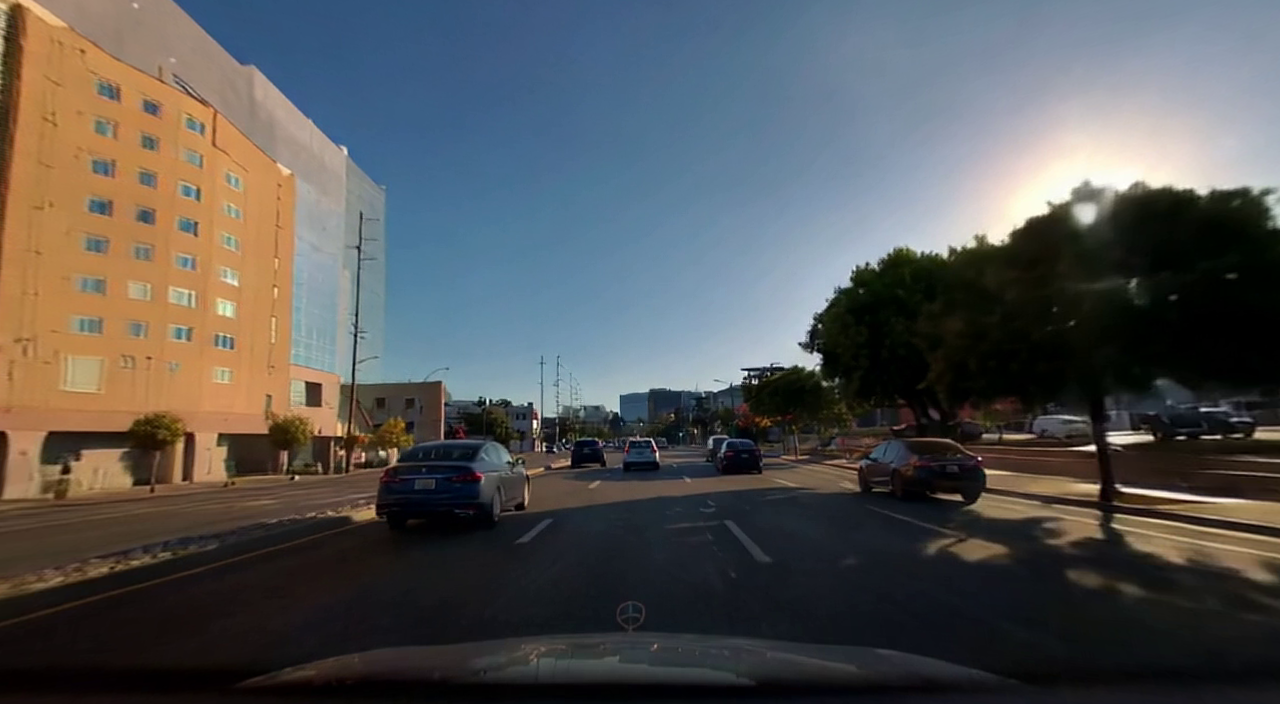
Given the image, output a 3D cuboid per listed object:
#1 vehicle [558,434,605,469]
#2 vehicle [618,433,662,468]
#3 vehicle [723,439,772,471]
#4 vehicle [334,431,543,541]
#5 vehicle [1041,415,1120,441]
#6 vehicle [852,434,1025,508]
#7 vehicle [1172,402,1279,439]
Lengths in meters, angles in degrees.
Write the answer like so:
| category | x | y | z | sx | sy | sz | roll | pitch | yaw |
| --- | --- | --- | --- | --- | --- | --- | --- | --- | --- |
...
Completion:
| category | x | y | z | sx | sy | sz | roll | pitch | yaw |
| --- | --- | --- | --- | --- | --- | --- | --- | --- | --- |
| vehicle | -3.202 | 5.584 | 35.543 | 2.117 | 1.799 | 4.442 | -1 | -8 | 1 |
| vehicle | 0.037 | 5.566 | 35.709 | 2.304 | 1.795 | 4.526 | -1 | -8 | 1 |
| vehicle | 5.249 | 5.077 | 31.180 | 1.884 | 1.458 | 4.245 | -1 | -8 | 3 |
| vehicle | -3.123 | 2.179 | 10.942 | 2.095 | 1.486 | 4.411 | -1 | -8 | 1 |
| vehicle | 26.421 | 4.592 | 37.763 | 4.692 | 1.475 | 2.038 | 5 | -10 | -31 |
| vehicle | 6.828 | 2.760 | 15.097 | 1.865 | 1.458 | 4.605 | 0 | -8 | -1 |
| vehicle | 26.056 | 3.087 | 27.901 | 4.674 | 1.489 | 2.008 | 4 | -9 | -27 |
